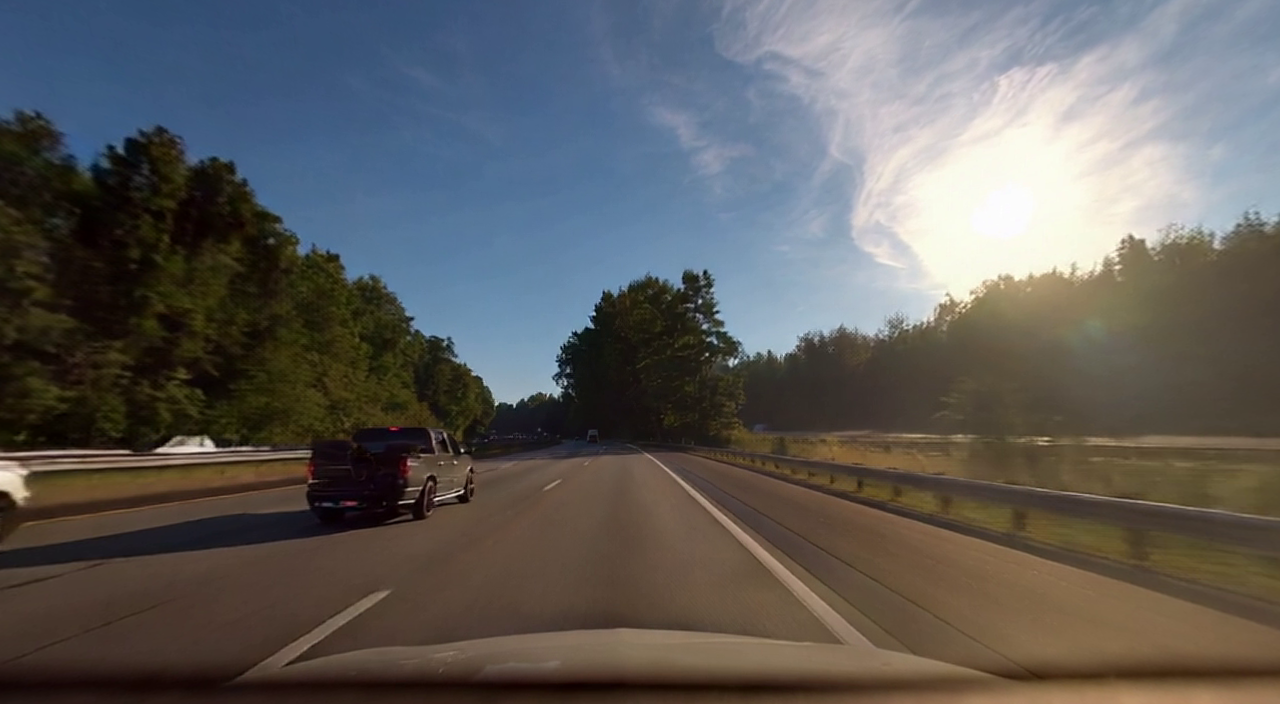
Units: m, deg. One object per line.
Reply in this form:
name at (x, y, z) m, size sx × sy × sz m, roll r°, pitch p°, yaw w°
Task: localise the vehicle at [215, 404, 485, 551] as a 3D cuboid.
vehicle at (-3.835, 1.711, 9.318) m, size 2.034 × 1.675 × 4.080 m, roll 0°, pitch -8°, yaw 0°
